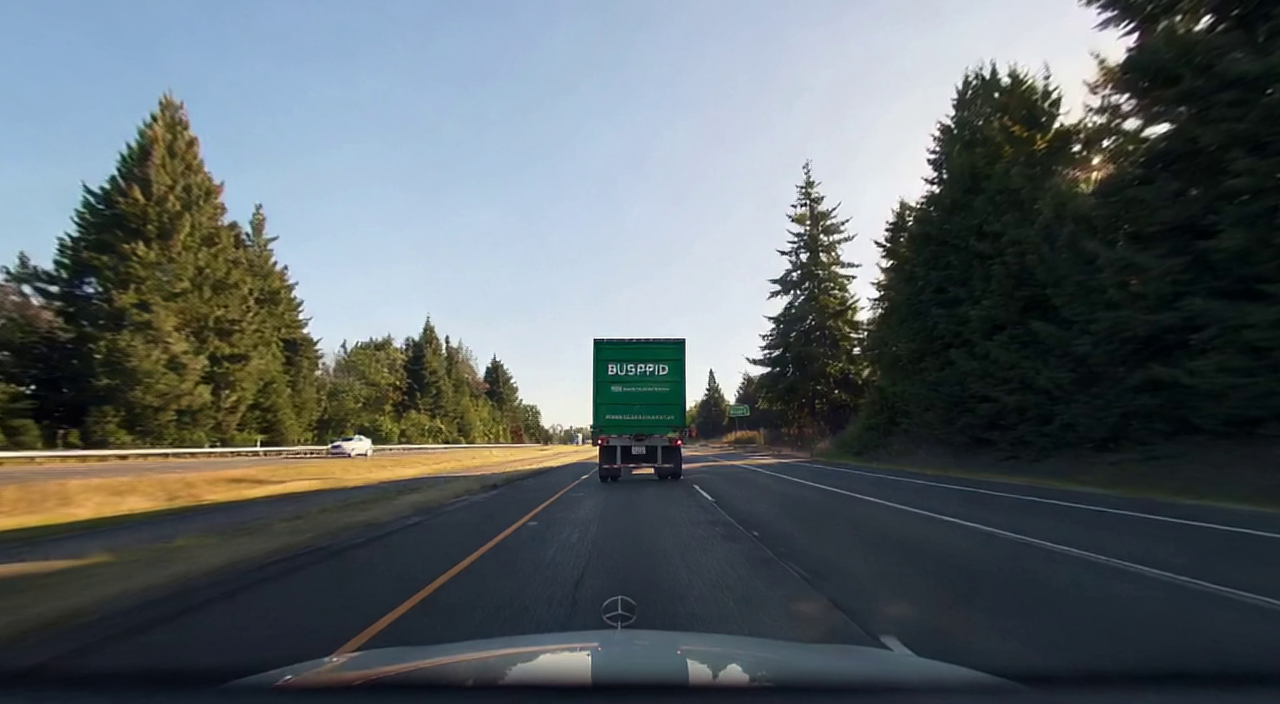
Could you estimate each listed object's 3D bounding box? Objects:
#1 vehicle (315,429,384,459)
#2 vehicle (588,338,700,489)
[{"bbox_3d":[-15.722,5.000,34.281,1.795,1.517,4.019,0,-8,1],"label":"vehicle"},{"bbox_3d":[0.113,2.155,20.625,2.870,3.911,8.697,0,-8,0],"label":"vehicle"}]
